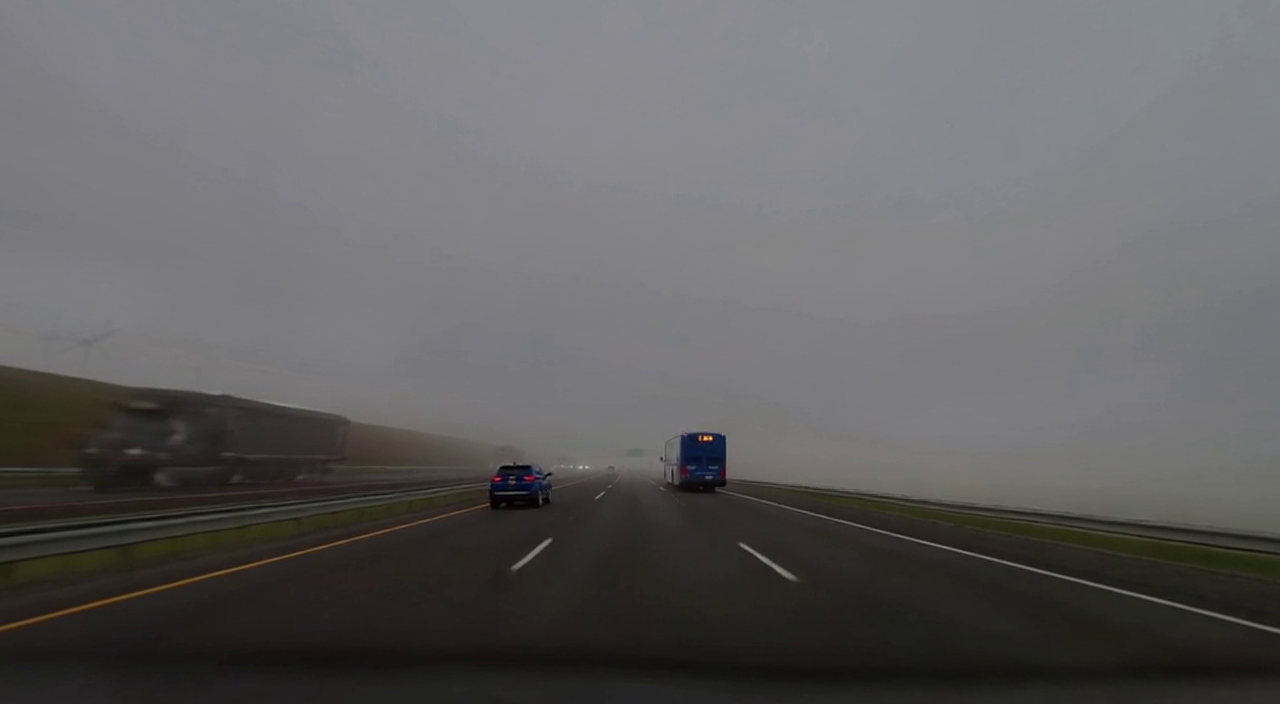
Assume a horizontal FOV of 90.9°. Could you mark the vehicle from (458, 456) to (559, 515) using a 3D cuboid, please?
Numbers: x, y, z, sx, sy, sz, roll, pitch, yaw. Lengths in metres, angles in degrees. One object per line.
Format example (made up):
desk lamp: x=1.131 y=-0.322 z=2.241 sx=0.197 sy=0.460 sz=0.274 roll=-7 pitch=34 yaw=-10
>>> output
vehicle: x=-3.899 y=4.088 z=19.530 sx=2.213 sy=1.568 sz=4.274 roll=1 pitch=-10 yaw=0

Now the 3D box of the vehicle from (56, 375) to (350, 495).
vehicle: x=-19.172 y=4.402 z=30.427 sx=2.910 sy=4.247 sz=16.020 roll=1 pitch=-10 yaw=-1

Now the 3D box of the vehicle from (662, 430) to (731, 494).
vehicle: x=3.478 y=7.618 z=43.150 sx=2.941 sy=3.574 sz=14.463 roll=1 pitch=-10 yaw=-2
